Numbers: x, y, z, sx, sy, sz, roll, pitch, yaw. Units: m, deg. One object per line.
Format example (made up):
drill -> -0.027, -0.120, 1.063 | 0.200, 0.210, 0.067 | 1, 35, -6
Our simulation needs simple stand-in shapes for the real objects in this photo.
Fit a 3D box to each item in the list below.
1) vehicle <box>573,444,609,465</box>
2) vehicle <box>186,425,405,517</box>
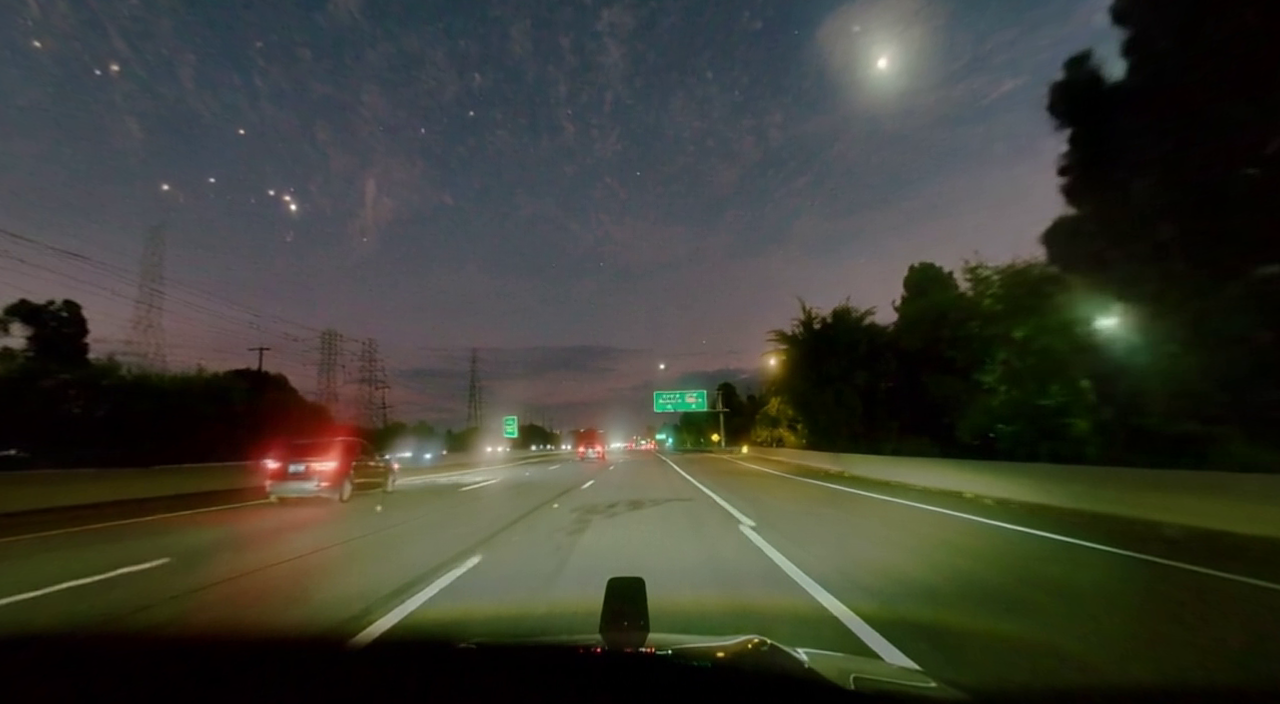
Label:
vehicle -> -3.409, 7.218, 44.486 | 2.048, 1.368, 4.613 | 0, -9, 1
vehicle -> -7.322, 2.582, 14.188 | 2.118, 1.696, 4.836 | 0, -9, 1
